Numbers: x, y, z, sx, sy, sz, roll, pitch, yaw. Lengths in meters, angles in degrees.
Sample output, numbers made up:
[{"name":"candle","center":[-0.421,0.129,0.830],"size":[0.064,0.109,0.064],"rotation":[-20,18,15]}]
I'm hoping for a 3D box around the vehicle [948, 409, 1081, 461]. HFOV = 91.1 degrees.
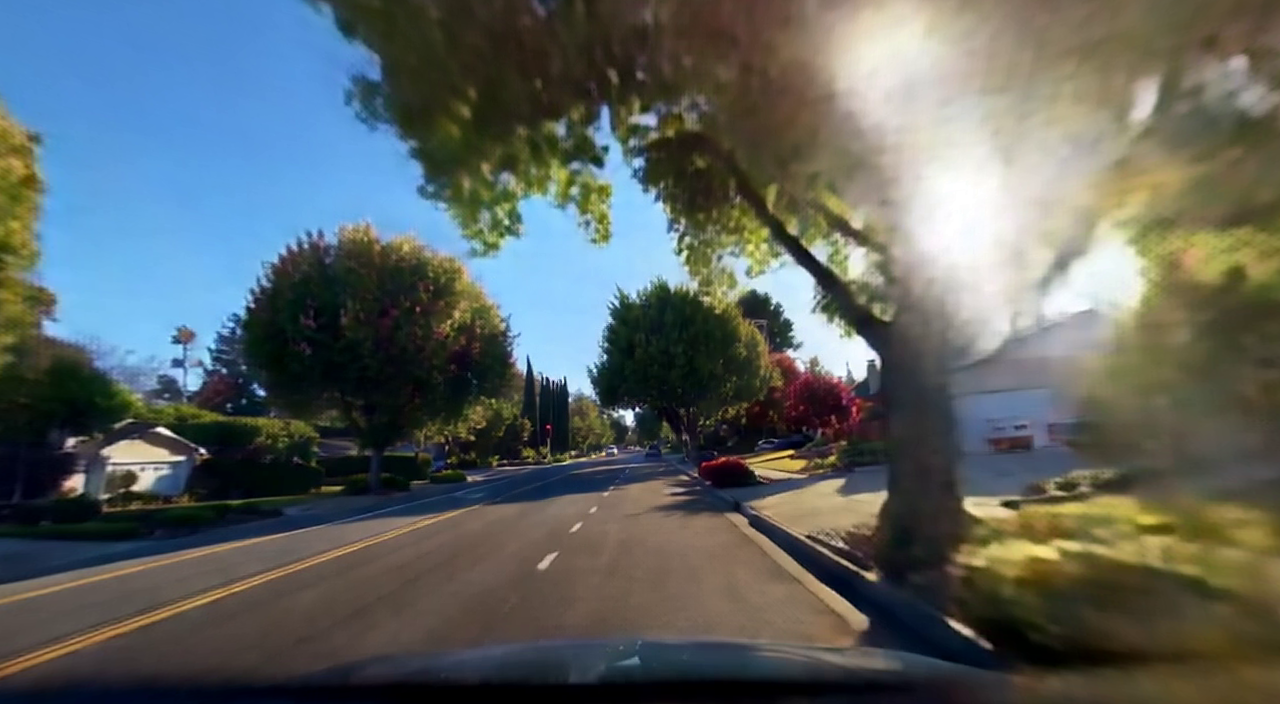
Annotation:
[{"name":"vehicle","center":[14.417,3.215,24.314],"size":[3.917,1.454,1.725],"rotation":[-7,-8,0]}]
